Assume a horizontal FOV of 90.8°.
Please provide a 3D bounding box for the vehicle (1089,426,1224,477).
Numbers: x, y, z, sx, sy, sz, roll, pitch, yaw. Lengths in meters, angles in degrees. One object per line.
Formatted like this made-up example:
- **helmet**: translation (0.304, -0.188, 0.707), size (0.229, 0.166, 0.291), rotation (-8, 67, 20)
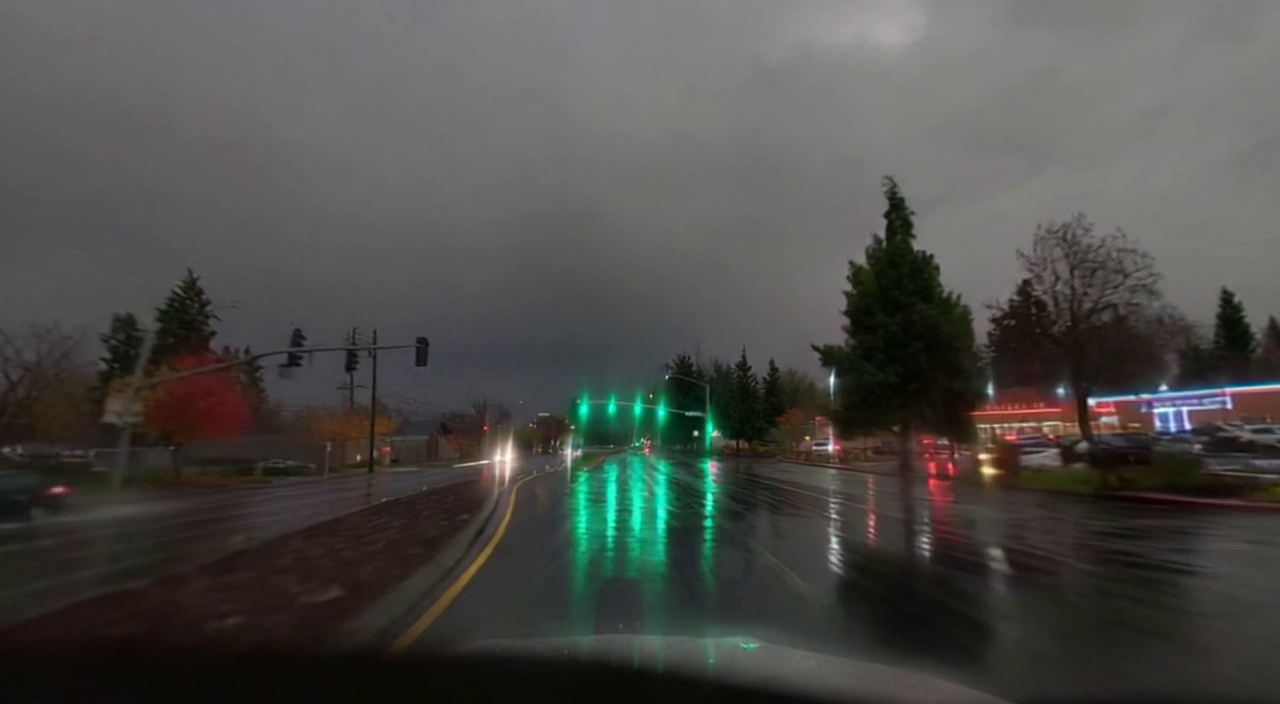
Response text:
- **vehicle**: translation (19.226, 3.692, 23.511), size (4.630, 1.704, 2.063), rotation (4, -10, -27)

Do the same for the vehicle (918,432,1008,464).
- **vehicle**: translation (20.231, 6.016, 39.579), size (5.072, 1.887, 2.189), rotation (4, -10, -24)

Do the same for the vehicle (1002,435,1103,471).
- **vehicle**: translation (19.487, 4.758, 29.830), size (4.238, 1.561, 1.922), rotation (4, -10, -25)

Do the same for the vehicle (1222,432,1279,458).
- **vehicle**: translation (37.888, 5.590, 38.154), size (3.692, 1.467, 1.779), rotation (-1, -8, -2)
